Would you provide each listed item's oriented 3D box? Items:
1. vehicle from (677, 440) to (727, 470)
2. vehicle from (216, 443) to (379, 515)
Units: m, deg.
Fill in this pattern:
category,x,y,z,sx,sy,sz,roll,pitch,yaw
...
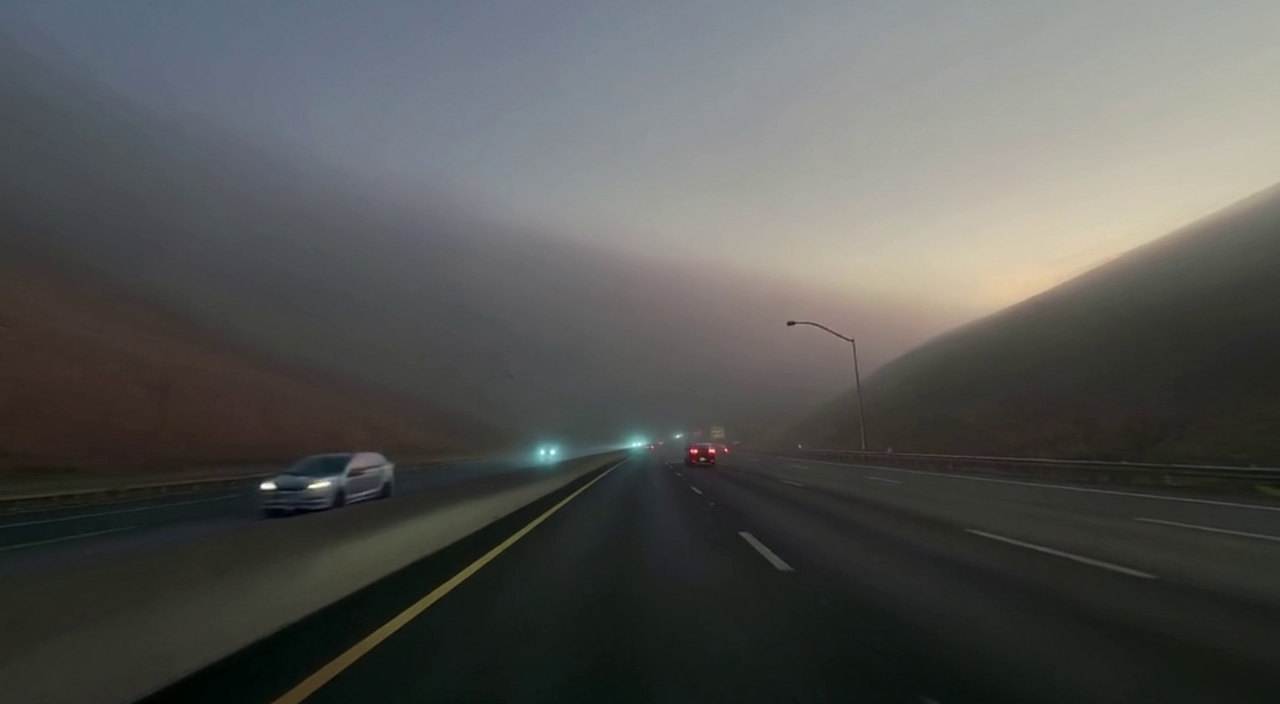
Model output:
category,x,y,z,sx,sy,sz,roll,pitch,yaw
vehicle,3.077,5.222,32.220,2.044,1.444,4.216,0,-8,-1
vehicle,-8.726,3.217,16.589,1.912,1.612,4.140,0,-8,1
